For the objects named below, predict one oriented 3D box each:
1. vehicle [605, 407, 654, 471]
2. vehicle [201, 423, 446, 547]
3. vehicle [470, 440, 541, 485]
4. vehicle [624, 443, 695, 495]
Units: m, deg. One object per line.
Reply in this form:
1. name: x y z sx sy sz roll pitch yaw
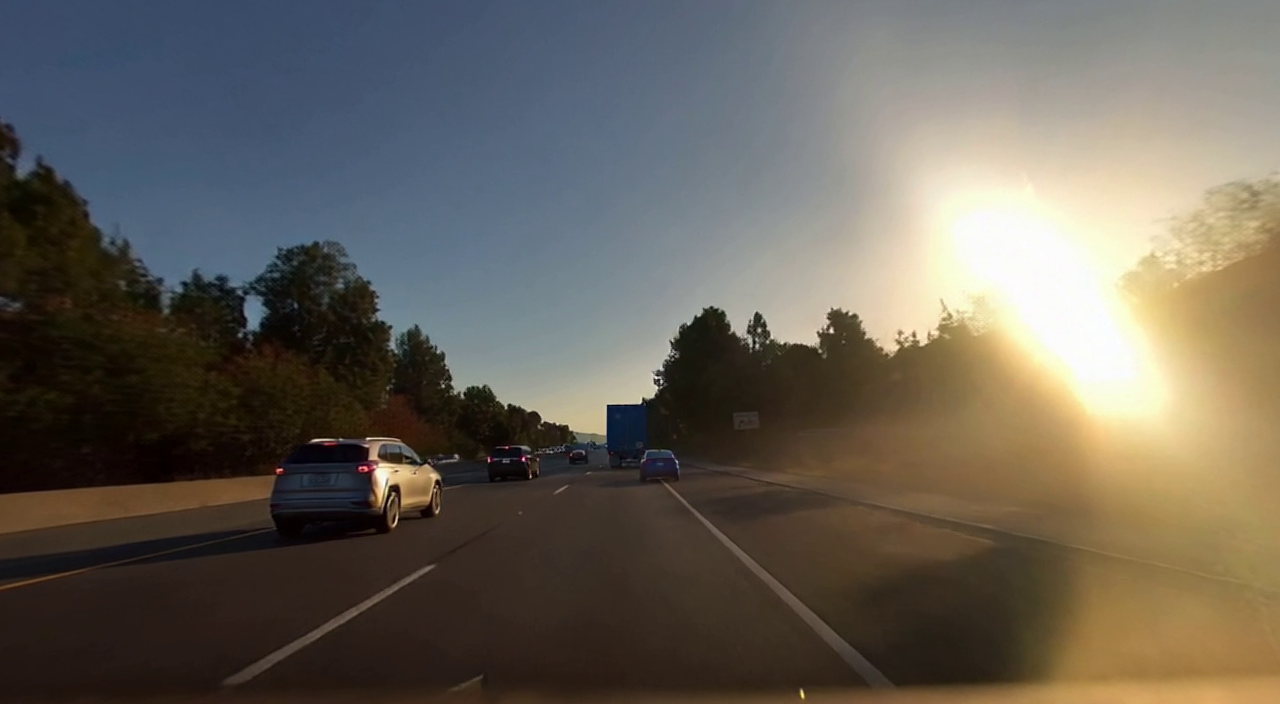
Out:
1. vehicle: -0.916 6.380 45.525 3.113 4.066 10.786 0 -9 -3
2. vehicle: -5.021 2.157 10.775 2.100 1.671 4.105 0 -9 -1
3. vehicle: -5.368 4.467 25.549 2.035 1.664 4.064 0 -9 -1
4. vehicle: 0.525 3.748 20.474 2.026 1.489 4.045 0 -9 -2
